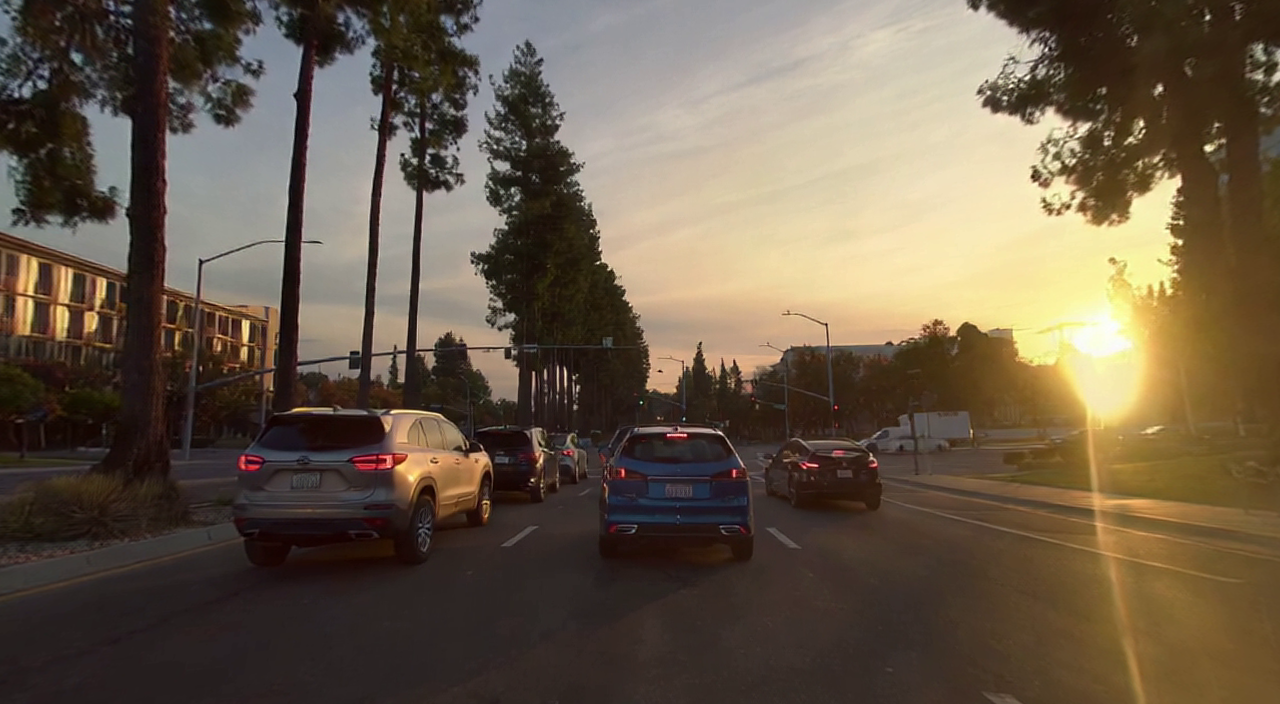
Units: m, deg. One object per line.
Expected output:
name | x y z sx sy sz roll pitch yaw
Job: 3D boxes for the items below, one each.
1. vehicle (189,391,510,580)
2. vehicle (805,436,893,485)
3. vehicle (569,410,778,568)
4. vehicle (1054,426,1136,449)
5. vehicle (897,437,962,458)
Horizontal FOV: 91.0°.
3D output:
vehicle | -3.256 1.606 8.310 2.085 1.812 4.388 0 -8 0
vehicle | 7.454 3.889 22.961 2.067 1.599 4.251 -1 -8 5
vehicle | 0.371 1.756 8.778 2.189 1.649 4.171 0 -8 1
vehicle | 33.284 6.320 46.227 4.632 1.580 1.801 -5 -10 30
vehicle | 20.155 6.661 43.867 3.944 1.398 1.701 -4 -9 24
